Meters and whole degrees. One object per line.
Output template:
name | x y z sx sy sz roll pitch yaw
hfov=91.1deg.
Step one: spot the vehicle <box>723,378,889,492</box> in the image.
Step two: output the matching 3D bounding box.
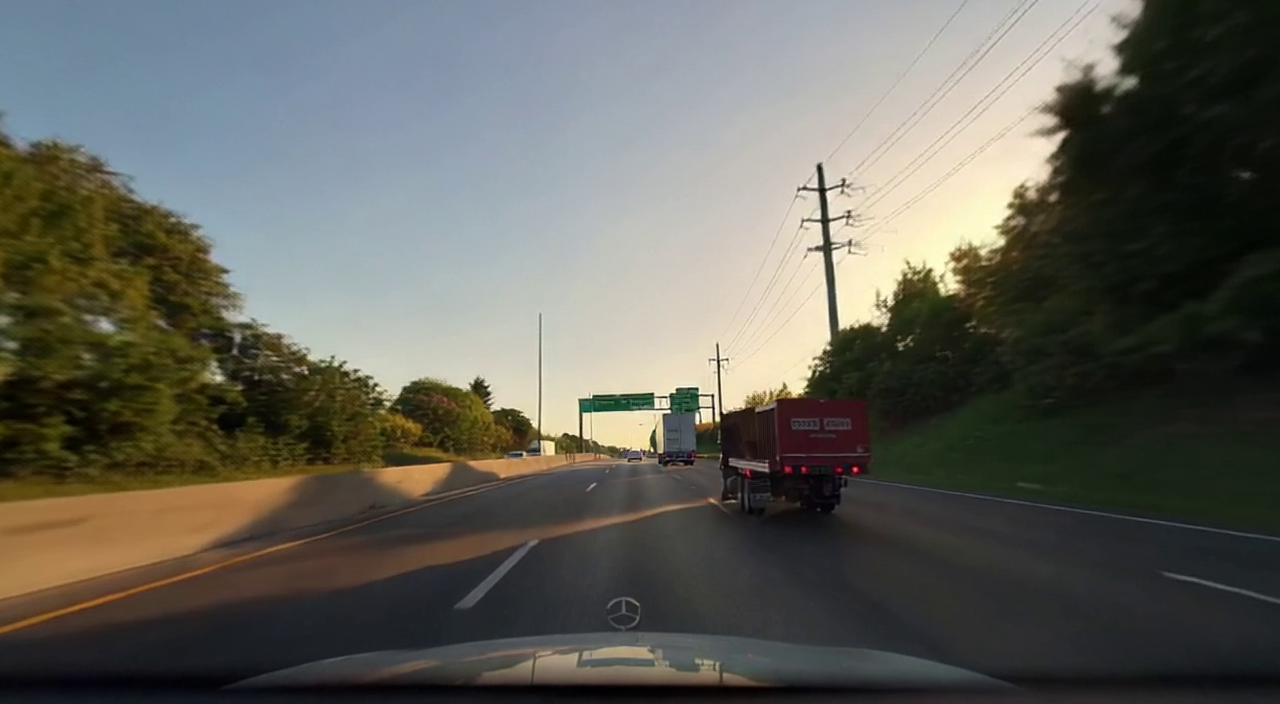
vehicle | 7.205 4.352 31.720 3.400 4.134 17.388 0 -9 -1
